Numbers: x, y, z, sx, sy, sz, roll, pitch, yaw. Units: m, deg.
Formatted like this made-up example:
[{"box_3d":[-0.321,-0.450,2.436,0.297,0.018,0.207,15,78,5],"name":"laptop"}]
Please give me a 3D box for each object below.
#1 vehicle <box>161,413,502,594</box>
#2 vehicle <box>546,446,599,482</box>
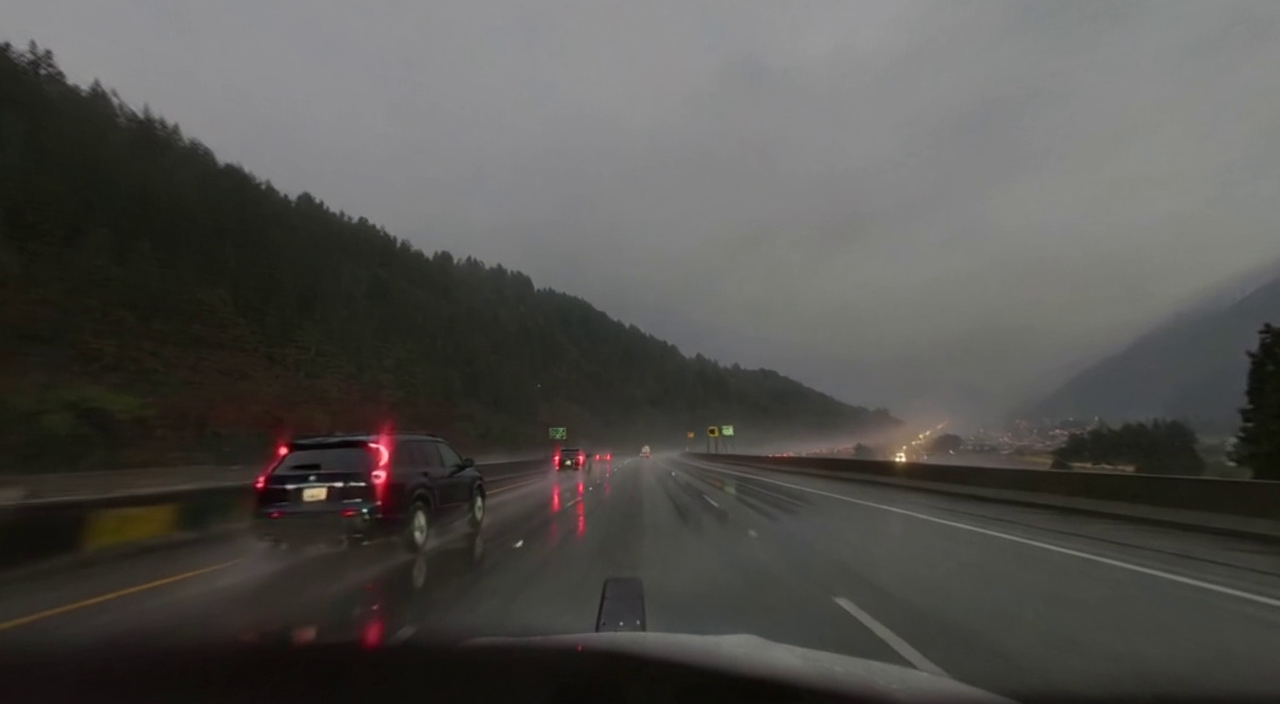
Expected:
[{"box_3d":[-3.477,1.819,8.429,2.147,1.708,4.630,0,-9,1],"name":"vehicle"},{"box_3d":[-3.038,5.125,29.101,1.944,1.548,4.051,0,-9,1],"name":"vehicle"}]
